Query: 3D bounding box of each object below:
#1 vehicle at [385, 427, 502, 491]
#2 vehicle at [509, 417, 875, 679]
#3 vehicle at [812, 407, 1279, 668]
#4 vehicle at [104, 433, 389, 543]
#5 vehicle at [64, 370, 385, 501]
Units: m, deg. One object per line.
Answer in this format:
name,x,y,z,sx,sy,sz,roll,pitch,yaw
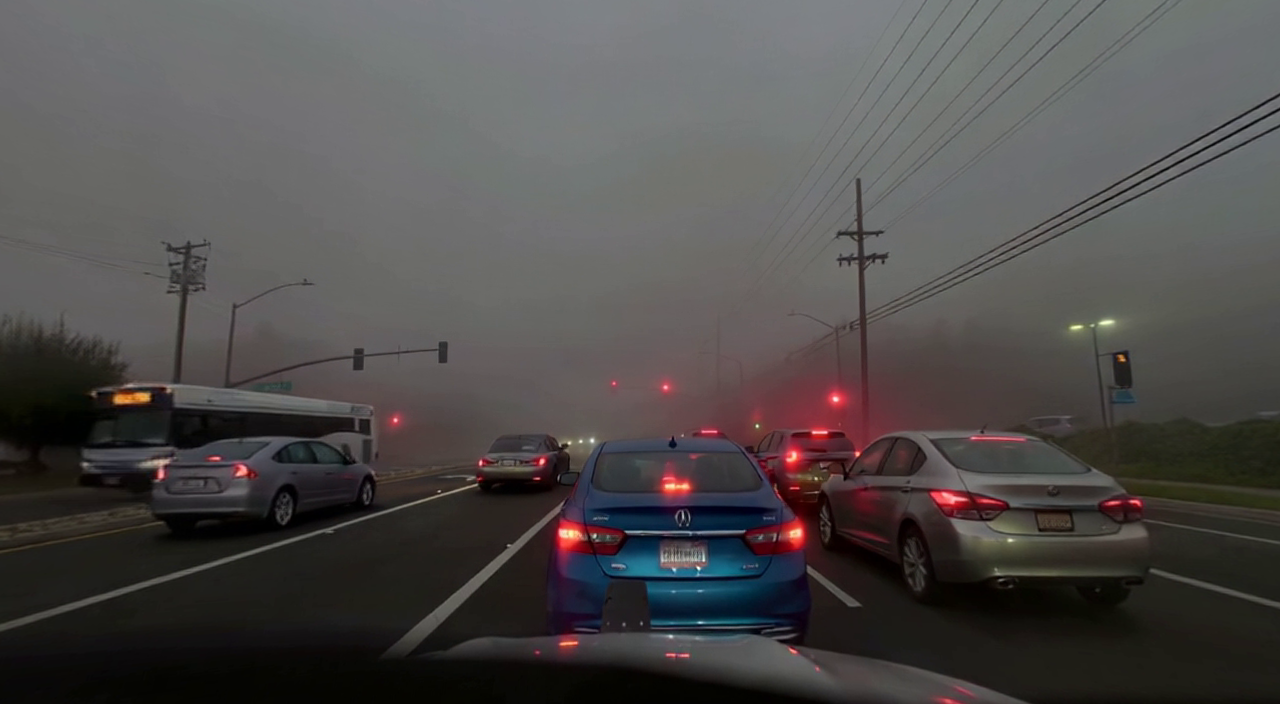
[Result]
vehicle,-6.262,3.489,20.898,2.070,1.824,5.196,-1,-8,2
vehicle,0.280,1.422,5.699,2.109,1.483,3.964,0,-8,-1
vehicle,3.140,1.400,5.871,1.870,1.523,4.096,0,-8,-1
vehicle,-6.403,2.229,11.119,1.955,1.497,4.639,-1,-8,1
vehicle,-13.534,3.109,23.018,3.005,3.443,12.583,-1,-8,1
